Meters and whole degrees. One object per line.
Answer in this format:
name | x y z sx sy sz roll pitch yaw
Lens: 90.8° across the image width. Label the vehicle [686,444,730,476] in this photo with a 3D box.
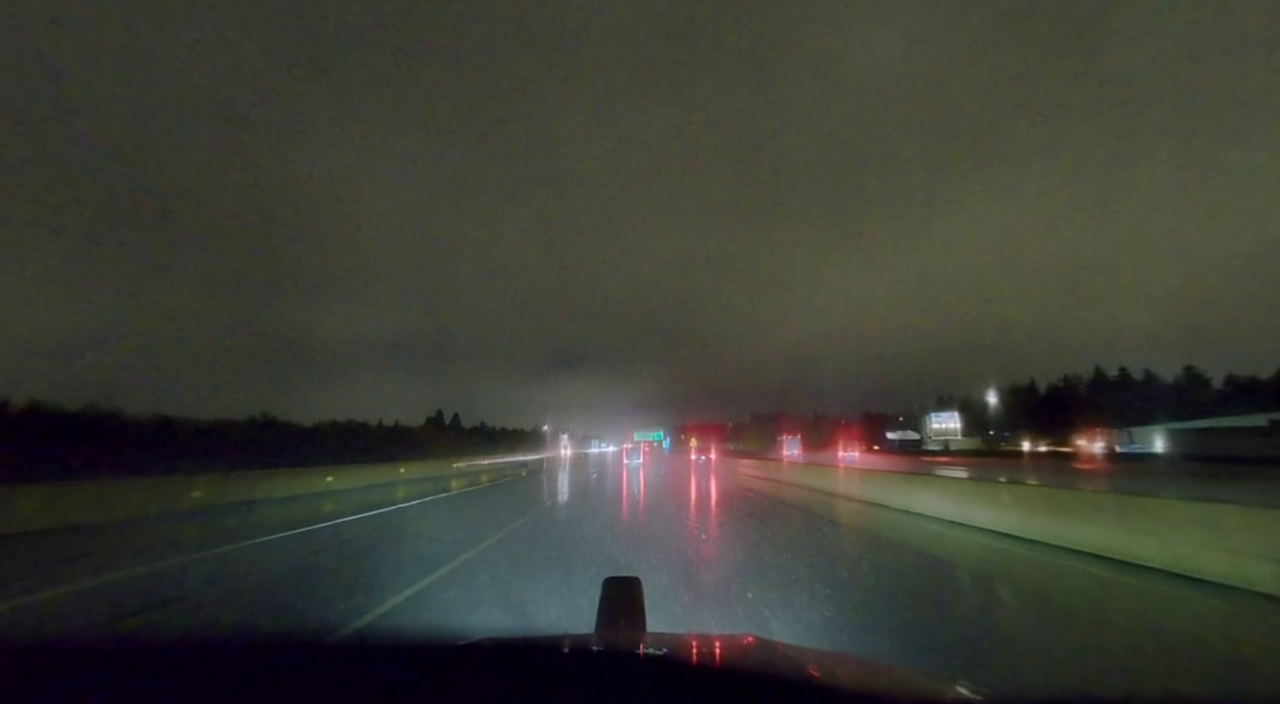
vehicle | 3.943 6.344 37.337 2.133 1.746 4.511 0 -9 0
